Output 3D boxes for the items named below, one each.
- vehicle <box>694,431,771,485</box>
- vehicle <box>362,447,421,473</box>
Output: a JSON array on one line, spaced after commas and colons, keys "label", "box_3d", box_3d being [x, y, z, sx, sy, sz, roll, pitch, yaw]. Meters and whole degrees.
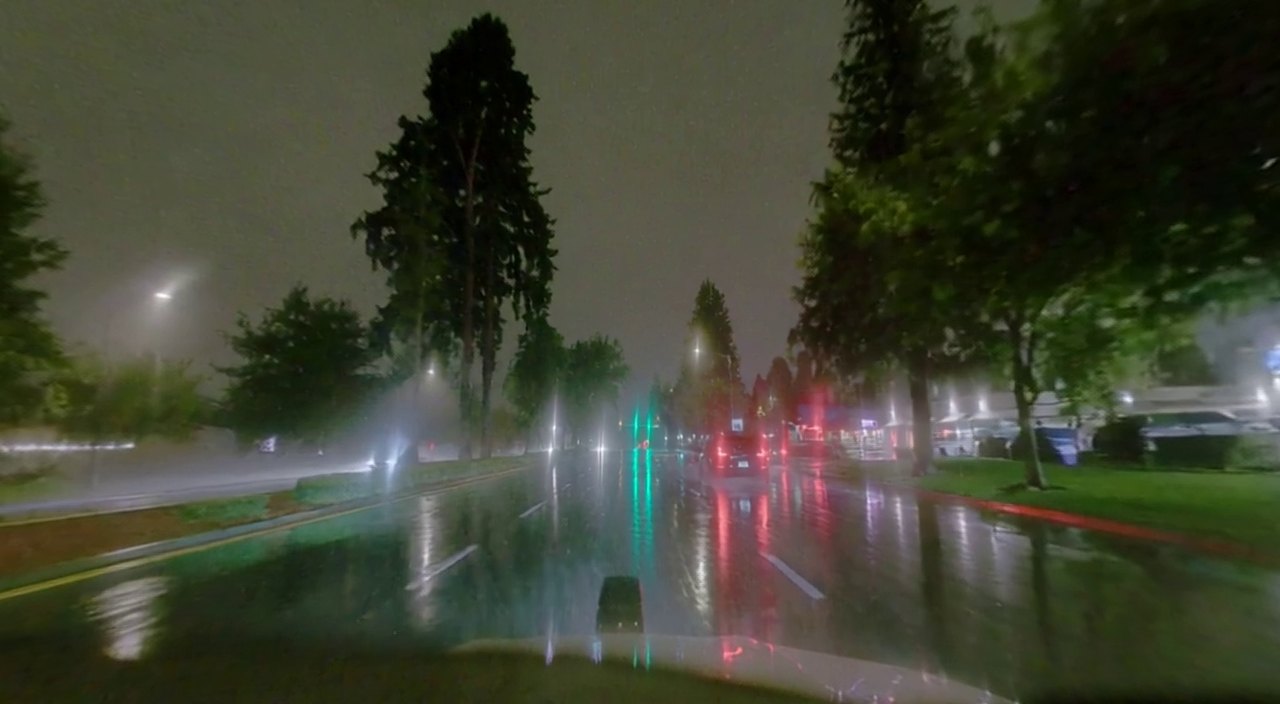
[{"label": "vehicle", "box_3d": [3.261, 3.818, 23.060, 2.083, 1.743, 4.354, 0, -8, -1]}, {"label": "vehicle", "box_3d": [-16.367, 7.115, 41.716, 1.934, 1.497, 4.745, 0, -8, 1]}]
